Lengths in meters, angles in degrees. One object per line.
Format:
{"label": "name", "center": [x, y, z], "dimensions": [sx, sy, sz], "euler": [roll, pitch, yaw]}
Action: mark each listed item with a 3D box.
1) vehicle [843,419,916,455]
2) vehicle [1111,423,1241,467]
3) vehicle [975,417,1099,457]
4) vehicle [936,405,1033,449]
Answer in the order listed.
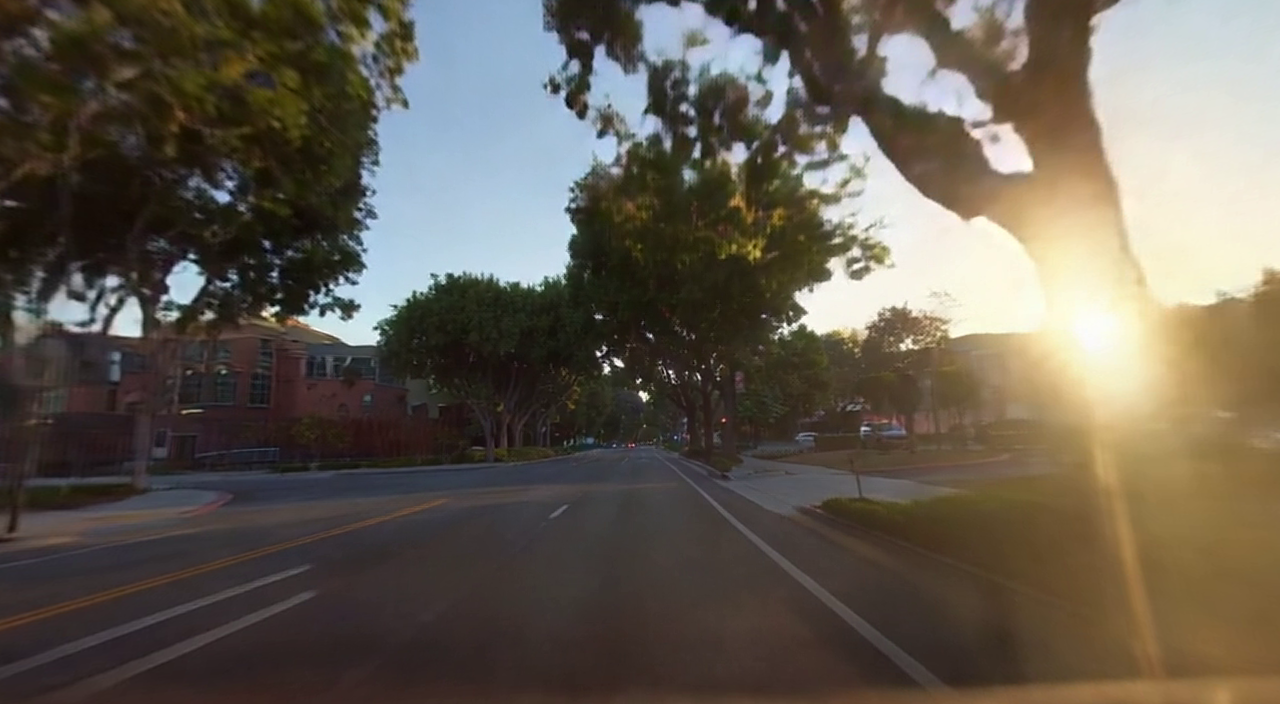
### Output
{"label": "vehicle", "center": [11.826, 4.267, 31.516], "dimensions": [2.036, 1.636, 4.995], "euler": [0, -8, 5]}
{"label": "vehicle", "center": [20.623, 3.630, 24.491], "dimensions": [1.766, 1.560, 3.695], "euler": [0, -8, 0]}
{"label": "vehicle", "center": [15.240, 3.352, 24.539], "dimensions": [1.866, 1.420, 4.447], "euler": [0, -9, 0]}
{"label": "vehicle", "center": [16.939, 3.806, 31.339], "dimensions": [2.027, 1.910, 4.824], "euler": [-3, -8, 1]}
